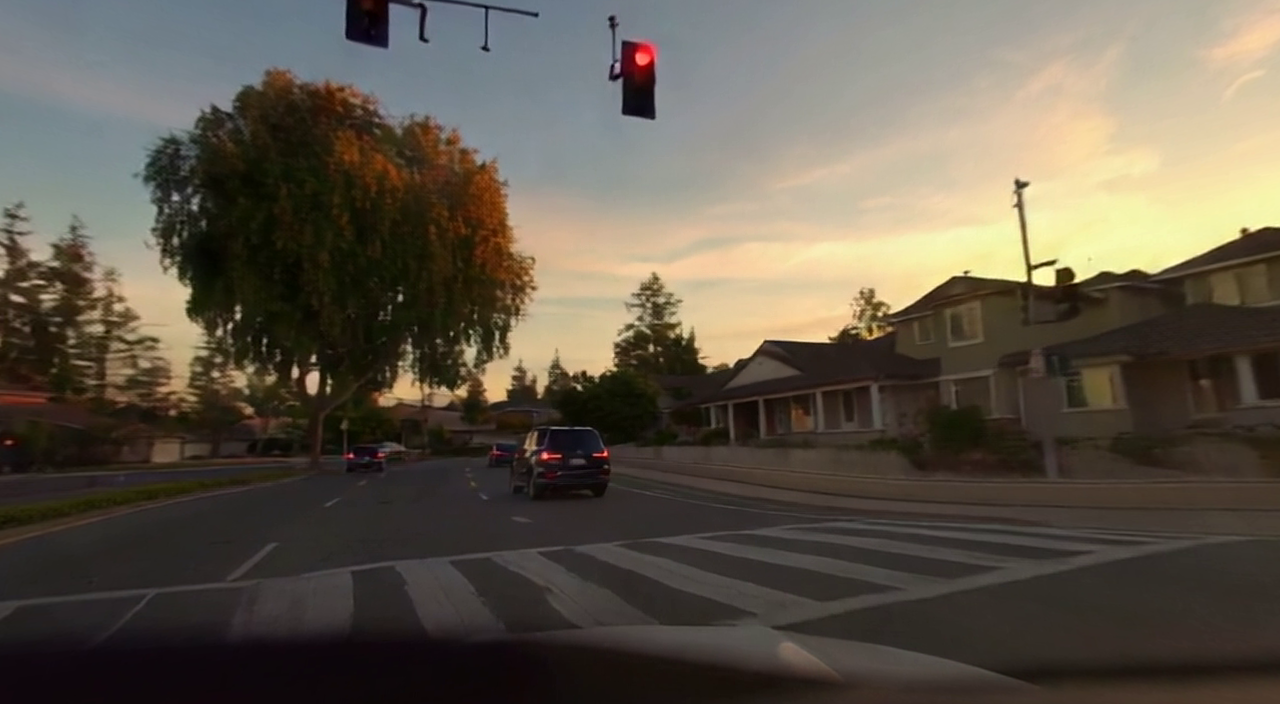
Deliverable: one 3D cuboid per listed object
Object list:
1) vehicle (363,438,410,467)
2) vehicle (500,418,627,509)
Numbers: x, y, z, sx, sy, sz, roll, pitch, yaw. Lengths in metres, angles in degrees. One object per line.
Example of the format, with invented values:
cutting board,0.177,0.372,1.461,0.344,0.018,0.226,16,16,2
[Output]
vehicle,-16.134,6.411,40.295,2.063,1.721,4.261,2,-8,-12
vehicle,-2.062,2.662,15.564,2.141,1.833,4.704,3,-9,-19
